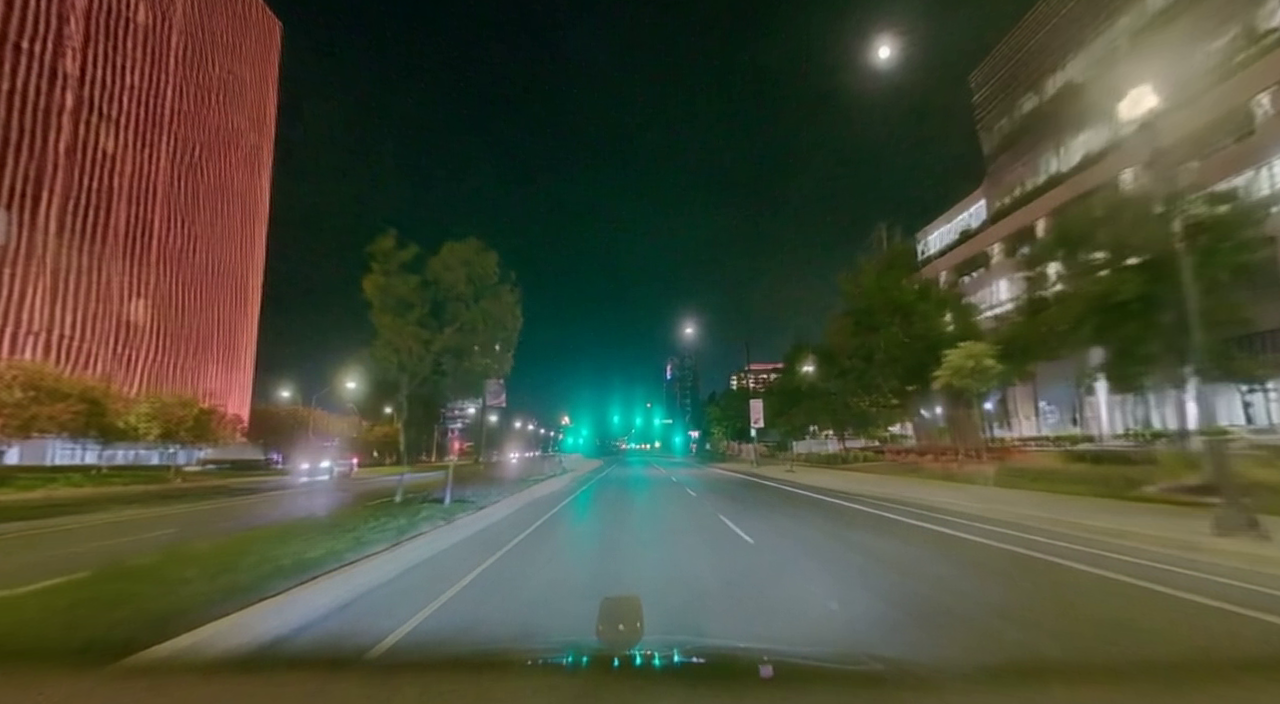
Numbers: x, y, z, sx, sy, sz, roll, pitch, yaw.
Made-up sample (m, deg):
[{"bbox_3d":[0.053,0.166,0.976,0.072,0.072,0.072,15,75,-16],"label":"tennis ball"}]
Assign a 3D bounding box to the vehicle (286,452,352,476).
[{"bbox_3d":[-21.342,7.410,42.202,1.867,1.464,4.748,0,-9,0],"label":"vehicle"}]
